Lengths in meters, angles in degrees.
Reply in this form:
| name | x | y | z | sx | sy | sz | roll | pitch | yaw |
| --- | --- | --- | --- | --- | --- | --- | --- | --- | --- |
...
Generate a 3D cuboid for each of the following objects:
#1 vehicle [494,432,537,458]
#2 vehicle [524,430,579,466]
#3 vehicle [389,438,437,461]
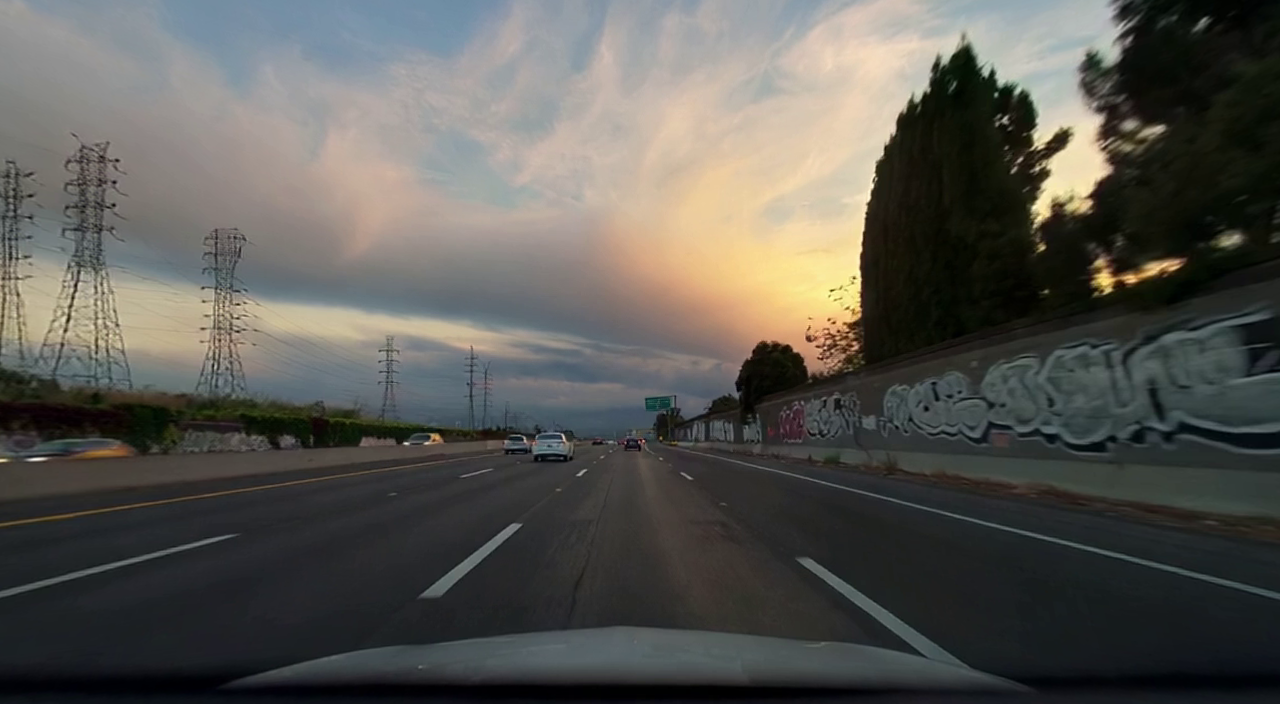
| name | x | y | z | sx | sy | sz | roll | pitch | yaw |
| --- | --- | --- | --- | --- | --- | --- | --- | --- | --- |
| vehicle | -8.185 | 6.137 | 41.764 | 2.033 | 1.615 | 4.168 | 0 | -8 | 0 |
| vehicle | -4.254 | 4.660 | 30.881 | 2.118 | 1.640 | 4.031 | 0 | -8 | 0 |
| vehicle | -16.107 | 6.878 | 44.882 | 1.929 | 1.531 | 4.100 | 0 | -8 | 0 |
